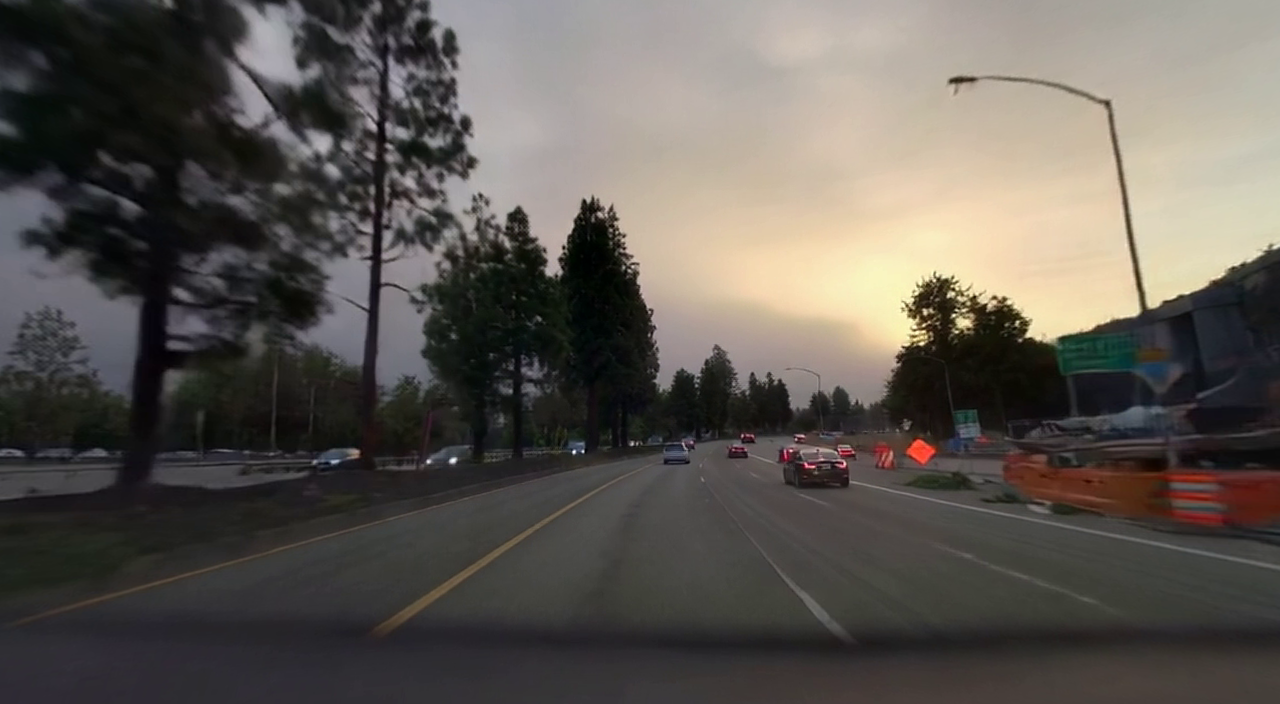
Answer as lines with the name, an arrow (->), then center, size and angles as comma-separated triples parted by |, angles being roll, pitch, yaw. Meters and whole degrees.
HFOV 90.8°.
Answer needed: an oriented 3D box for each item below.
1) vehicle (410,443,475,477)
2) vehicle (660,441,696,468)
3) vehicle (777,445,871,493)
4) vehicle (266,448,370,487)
vehicle -> -10.734, 5.893, 34.685 | 1.957, 1.688, 4.315 | -1, -9, 4
vehicle -> 2.517, 6.649, 41.141 | 2.201, 1.676, 4.541 | -1, -9, 4
vehicle -> 6.189, 3.956, 21.743 | 2.044, 1.474, 4.083 | 0, -9, 1
vehicle -> -14.671, 5.275, 29.161 | 2.186, 1.628, 4.551 | -1, -9, 4
